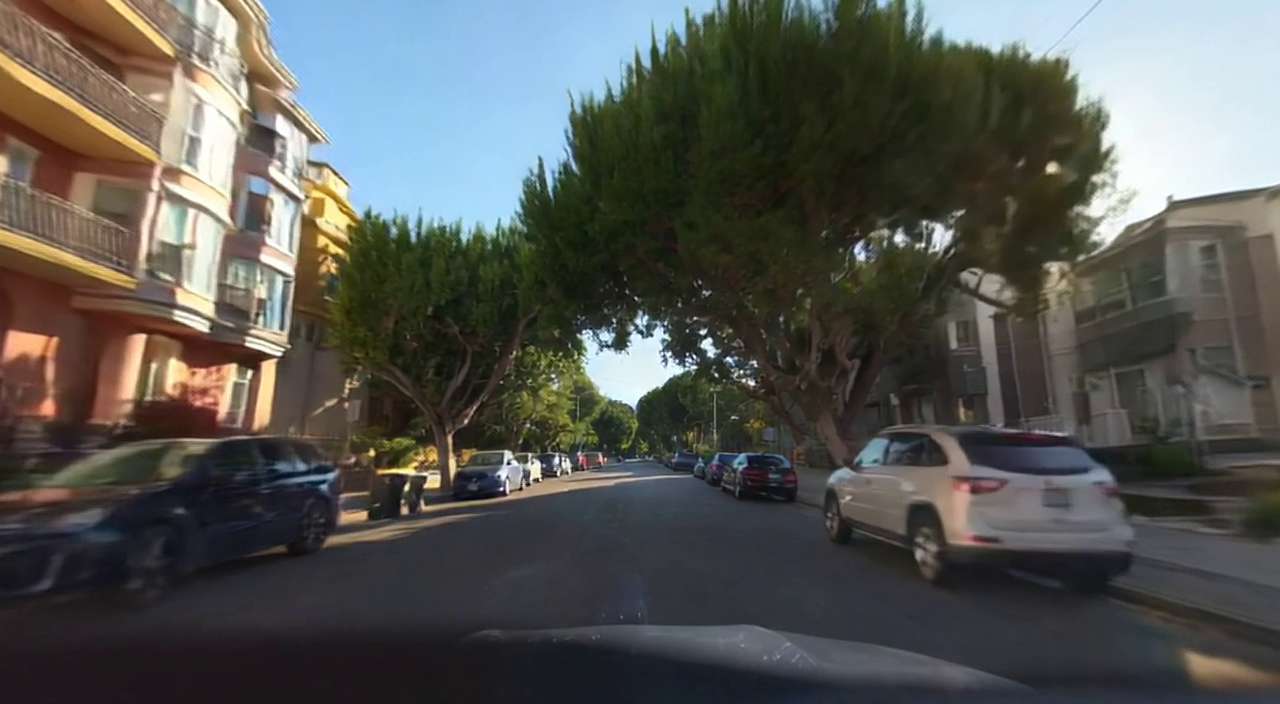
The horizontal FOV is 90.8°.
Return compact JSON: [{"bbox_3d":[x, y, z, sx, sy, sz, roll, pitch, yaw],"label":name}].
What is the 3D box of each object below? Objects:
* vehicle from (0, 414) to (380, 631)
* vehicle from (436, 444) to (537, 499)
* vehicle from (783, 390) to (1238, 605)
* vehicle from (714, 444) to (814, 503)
[{"bbox_3d":[-5.613,1.818,7.980,2.122,1.722,5.662,-1,-9,1],"label":"vehicle"},{"bbox_3d":[-5.432,4.283,23.214,2.222,1.735,5.215,-1,-8,2],"label":"vehicle"},{"bbox_3d":[3.999,1.862,8.725,2.473,1.895,6.050,0,-11,-1],"label":"vehicle"},{"bbox_3d":[3.969,3.985,21.299,2.187,1.699,5.038,0,-8,-2],"label":"vehicle"}]
